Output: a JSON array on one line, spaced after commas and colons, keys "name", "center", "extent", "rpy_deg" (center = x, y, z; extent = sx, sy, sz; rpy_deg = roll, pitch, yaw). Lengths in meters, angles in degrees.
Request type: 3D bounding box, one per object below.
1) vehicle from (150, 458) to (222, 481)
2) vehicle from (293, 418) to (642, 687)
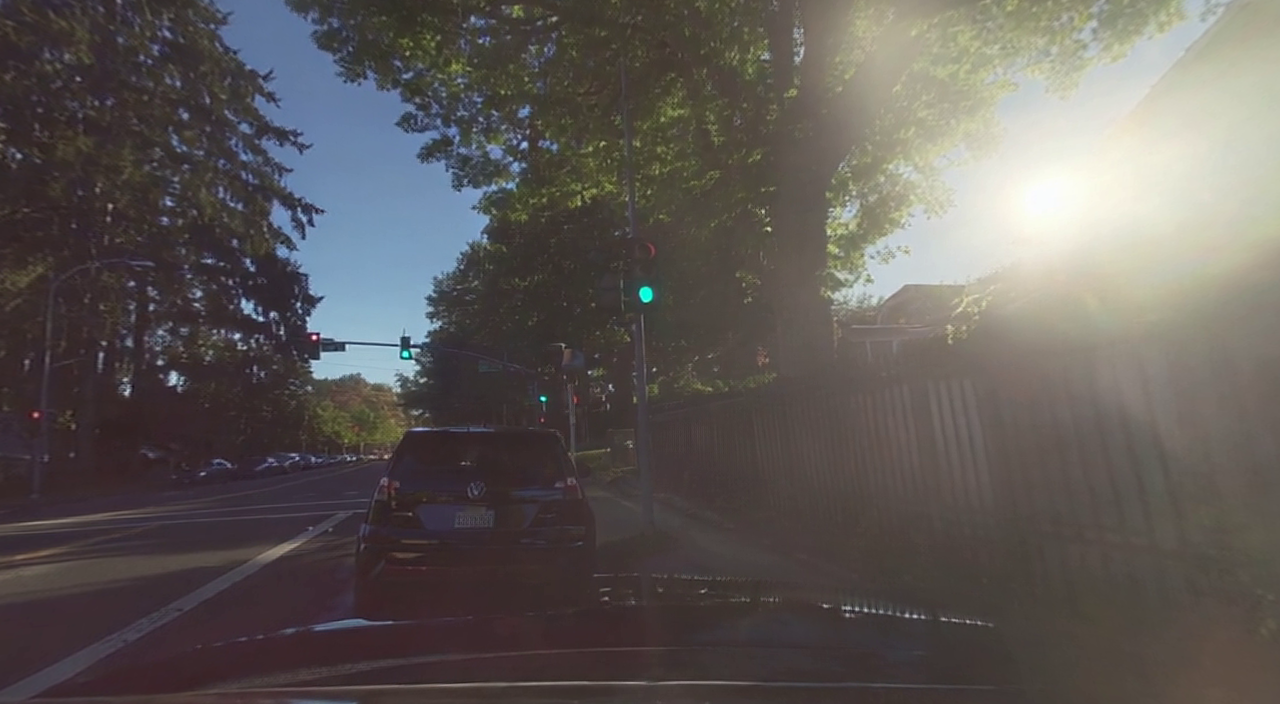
[{"name": "vehicle", "center": [-34.775, 9.004, 48.455], "extent": [3.959, 1.680, 1.785], "rpy_deg": [1, -9, -9]}, {"name": "vehicle", "center": [-1.426, 1.435, 5.672], "extent": [2.024, 1.502, 3.702], "rpy_deg": [2, -9, -14]}]
